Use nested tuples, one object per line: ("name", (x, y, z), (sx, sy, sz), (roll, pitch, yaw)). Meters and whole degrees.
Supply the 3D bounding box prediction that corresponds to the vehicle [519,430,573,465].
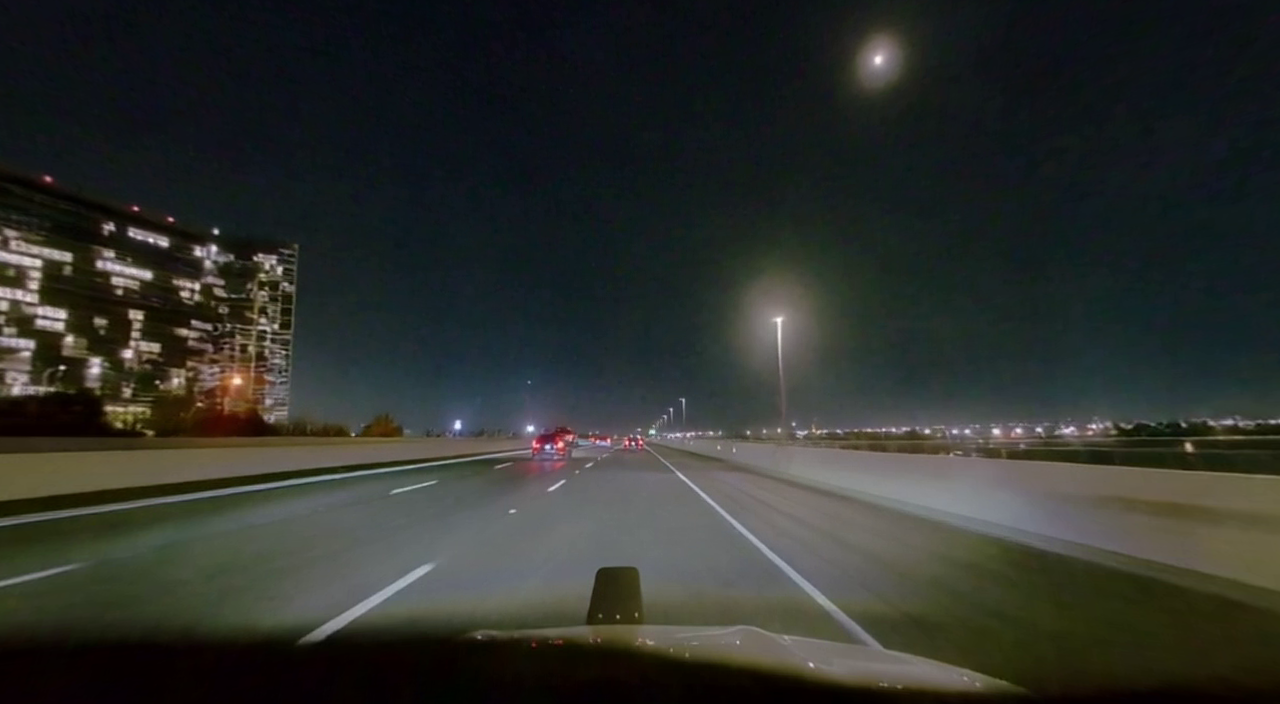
("vehicle", (-4.624, 4.782, 31.643), (2.036, 1.612, 4.510), (0, -8, 0))
